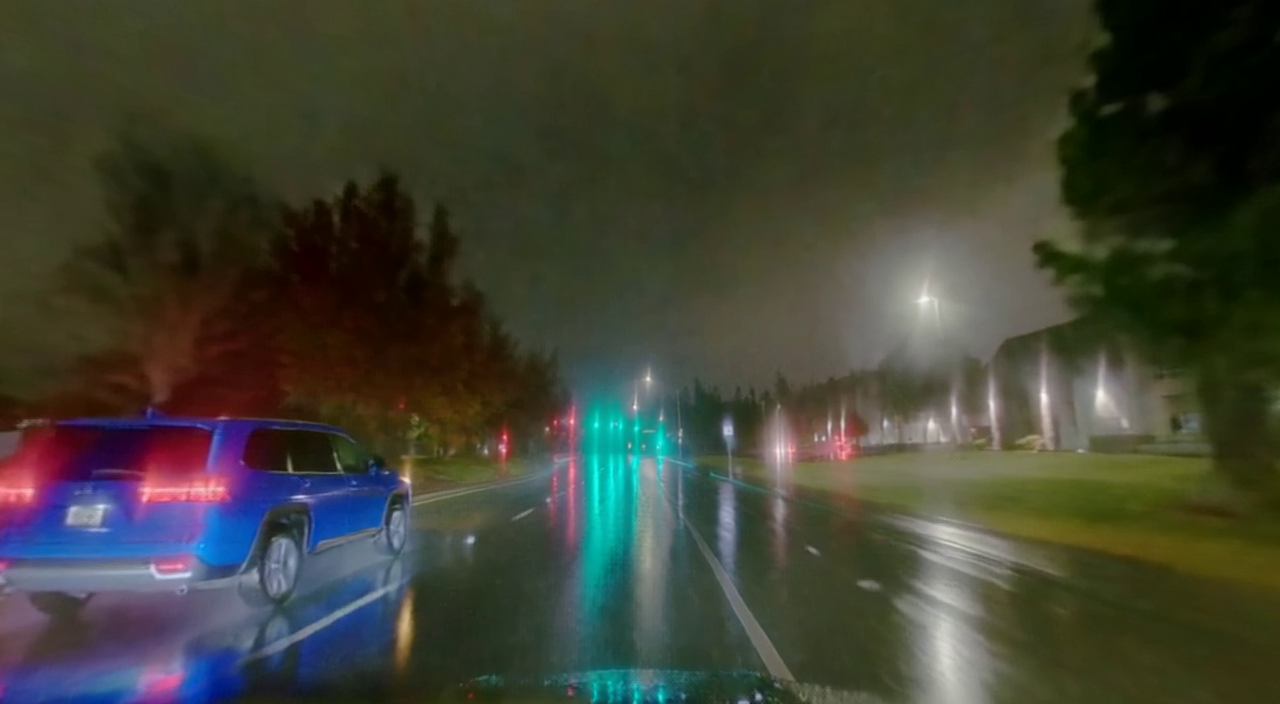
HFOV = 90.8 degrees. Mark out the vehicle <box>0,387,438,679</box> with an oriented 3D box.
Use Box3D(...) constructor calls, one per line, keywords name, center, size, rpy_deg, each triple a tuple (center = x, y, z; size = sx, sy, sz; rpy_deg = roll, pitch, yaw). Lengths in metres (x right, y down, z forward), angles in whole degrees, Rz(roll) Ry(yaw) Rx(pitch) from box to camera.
Box3D(name="vehicle", center=(-3.728, 1.406, 6.022), size=(2.121, 1.724, 4.392), rpy_deg=(0, -9, 0))
